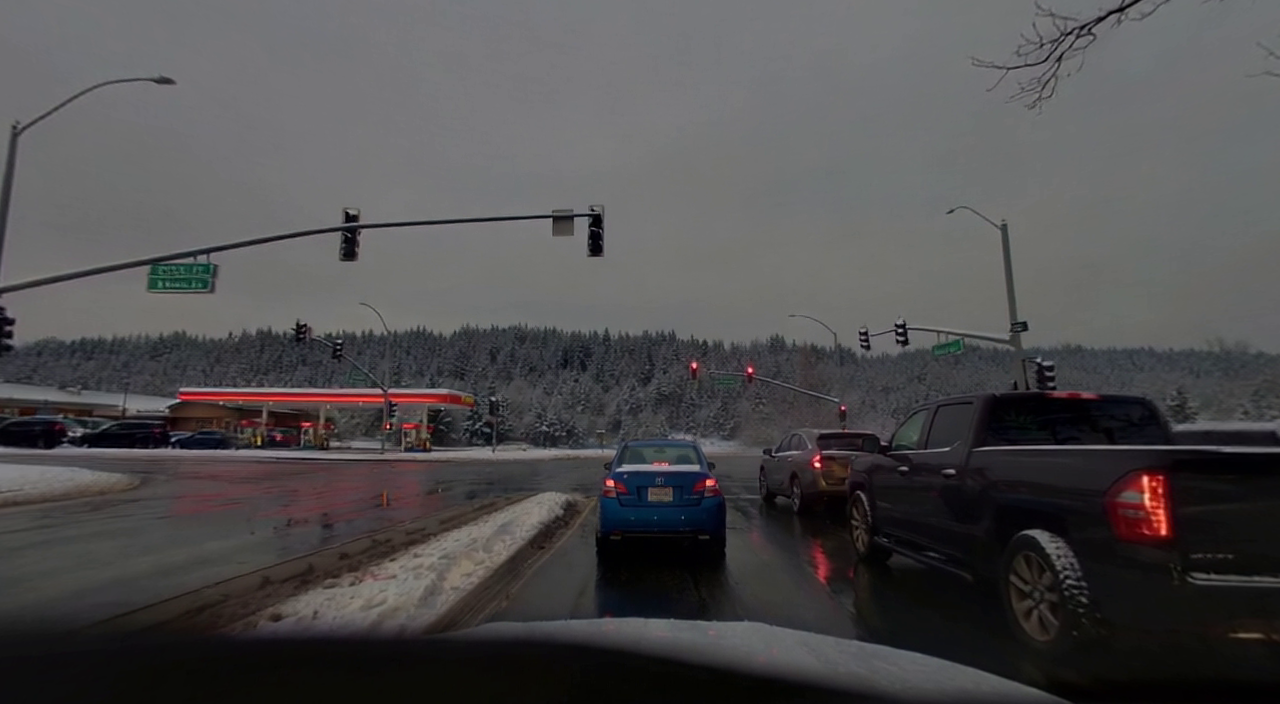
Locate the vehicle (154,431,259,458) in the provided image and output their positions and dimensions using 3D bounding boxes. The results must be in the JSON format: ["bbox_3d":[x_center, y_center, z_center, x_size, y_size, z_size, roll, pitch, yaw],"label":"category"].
[{"bbox_3d":[-23.164,4.966,33.782,4.326,1.420,1.798,-1,-8,4],"label":"vehicle"}]

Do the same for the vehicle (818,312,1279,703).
[{"bbox_3d":[3.547,1.210,5.422,2.277,1.871,6.143,0,-8,0],"label":"vehicle"}]

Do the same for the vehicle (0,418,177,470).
[{"bbox_3d":[-19.707,3.292,22.522,4.742,1.720,2.107,-1,-8,5],"label":"vehicle"}]

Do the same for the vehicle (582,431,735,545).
[{"bbox_3d":[0.244,2.103,10.384,2.027,1.494,3.824,0,-8,0],"label":"vehicle"}]
